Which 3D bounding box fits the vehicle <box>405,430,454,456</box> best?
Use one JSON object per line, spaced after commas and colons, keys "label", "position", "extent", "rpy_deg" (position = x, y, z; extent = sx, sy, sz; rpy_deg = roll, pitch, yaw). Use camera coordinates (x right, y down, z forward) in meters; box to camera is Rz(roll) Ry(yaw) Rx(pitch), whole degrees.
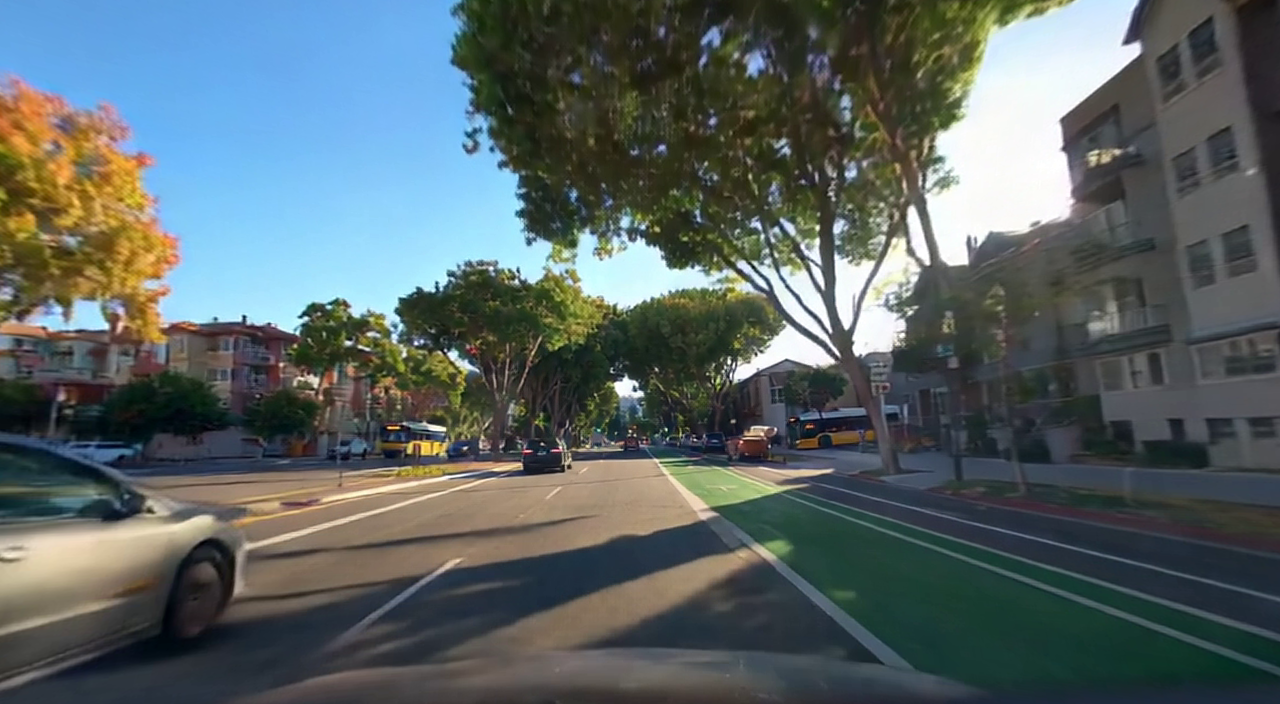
{"label": "vehicle", "position": [-15.305, 6.673, 46.167], "extent": [1.960, 1.809, 4.718], "rpy_deg": [0, -8, -1]}

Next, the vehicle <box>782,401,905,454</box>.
{"label": "vehicle", "position": [14.870, 5.534, 46.619], "extent": [7.722, 2.908, 3.067], "rpy_deg": [-6, -7, -4]}

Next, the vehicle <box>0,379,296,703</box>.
{"label": "vehicle", "position": [-3.618, 0.875, 2.540], "extent": [1.995, 1.524, 4.438], "rpy_deg": [0, -8, -1]}

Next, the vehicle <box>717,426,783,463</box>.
{"label": "vehicle", "position": [5.919, 5.110, 34.898], "extent": [2.390, 1.816, 6.050], "rpy_deg": [0, -8, -1]}

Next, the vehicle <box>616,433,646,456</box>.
{"label": "vehicle", "position": [-0.643, 6.503, 44.488], "extent": [1.999, 1.520, 3.896], "rpy_deg": [0, -8, -1]}

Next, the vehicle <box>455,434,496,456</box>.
{"label": "vehicle", "position": [-11.934, 6.813, 46.205], "extent": [1.822, 1.549, 4.325], "rpy_deg": [0, -9, 0]}

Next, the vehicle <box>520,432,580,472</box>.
{"label": "vehicle", "position": [-3.705, 4.200, 26.735], "extent": [1.934, 1.522, 4.287], "rpy_deg": [0, -8, 0]}
